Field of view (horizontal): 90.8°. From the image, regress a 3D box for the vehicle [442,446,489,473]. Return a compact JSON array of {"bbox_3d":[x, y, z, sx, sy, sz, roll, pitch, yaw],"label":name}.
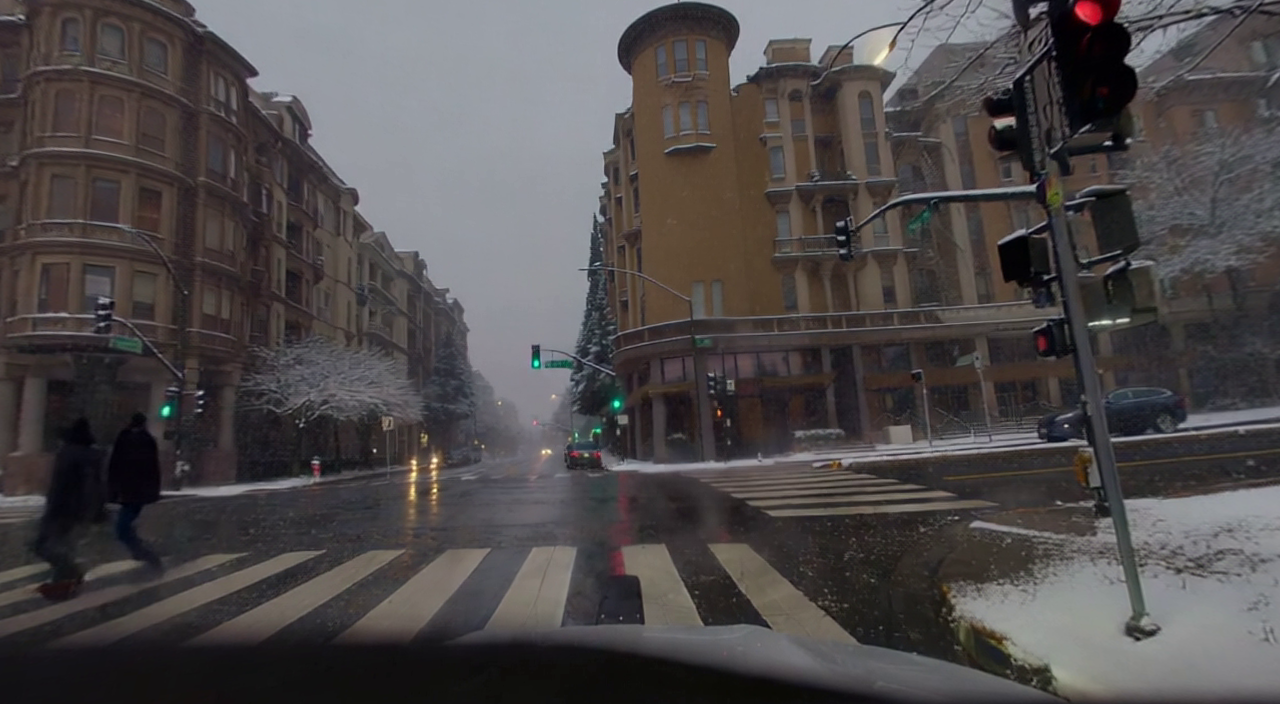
[{"bbox_3d":[-10.460,6.470,38.173,2.196,1.503,4.371,1,-8,-8],"label":"vehicle"}]
